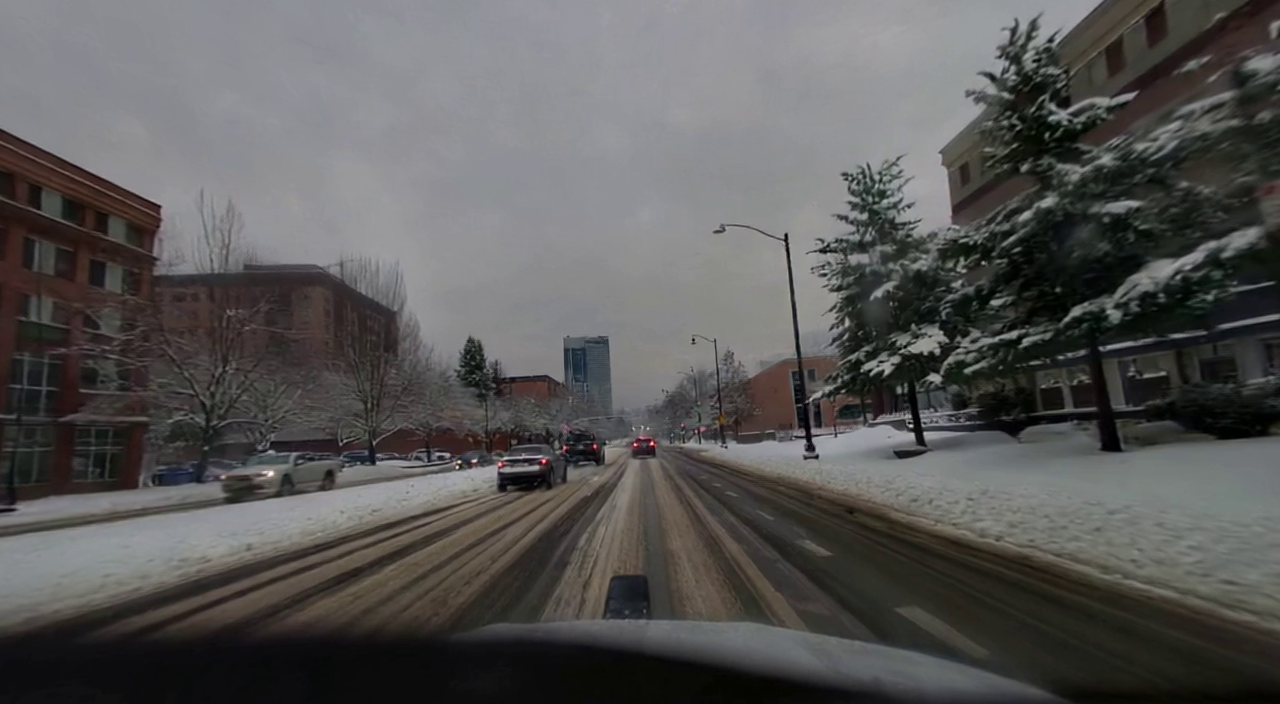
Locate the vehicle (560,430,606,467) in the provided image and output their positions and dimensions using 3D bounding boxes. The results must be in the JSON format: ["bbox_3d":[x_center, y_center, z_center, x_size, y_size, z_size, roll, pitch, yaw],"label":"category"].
[{"bbox_3d":[-3.217,5.575,36.537,2.152,1.987,4.527,0,-9,1],"label":"vehicle"}]

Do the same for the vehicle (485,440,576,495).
[{"bbox_3d":[-3.066,3.322,18.548,1.959,1.406,4.272,0,-9,0],"label":"vehicle"}]

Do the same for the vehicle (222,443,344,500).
[{"bbox_3d":[-12.822,4.274,23.081,2.017,1.804,4.712,0,-9,-5],"label":"vehicle"}]
